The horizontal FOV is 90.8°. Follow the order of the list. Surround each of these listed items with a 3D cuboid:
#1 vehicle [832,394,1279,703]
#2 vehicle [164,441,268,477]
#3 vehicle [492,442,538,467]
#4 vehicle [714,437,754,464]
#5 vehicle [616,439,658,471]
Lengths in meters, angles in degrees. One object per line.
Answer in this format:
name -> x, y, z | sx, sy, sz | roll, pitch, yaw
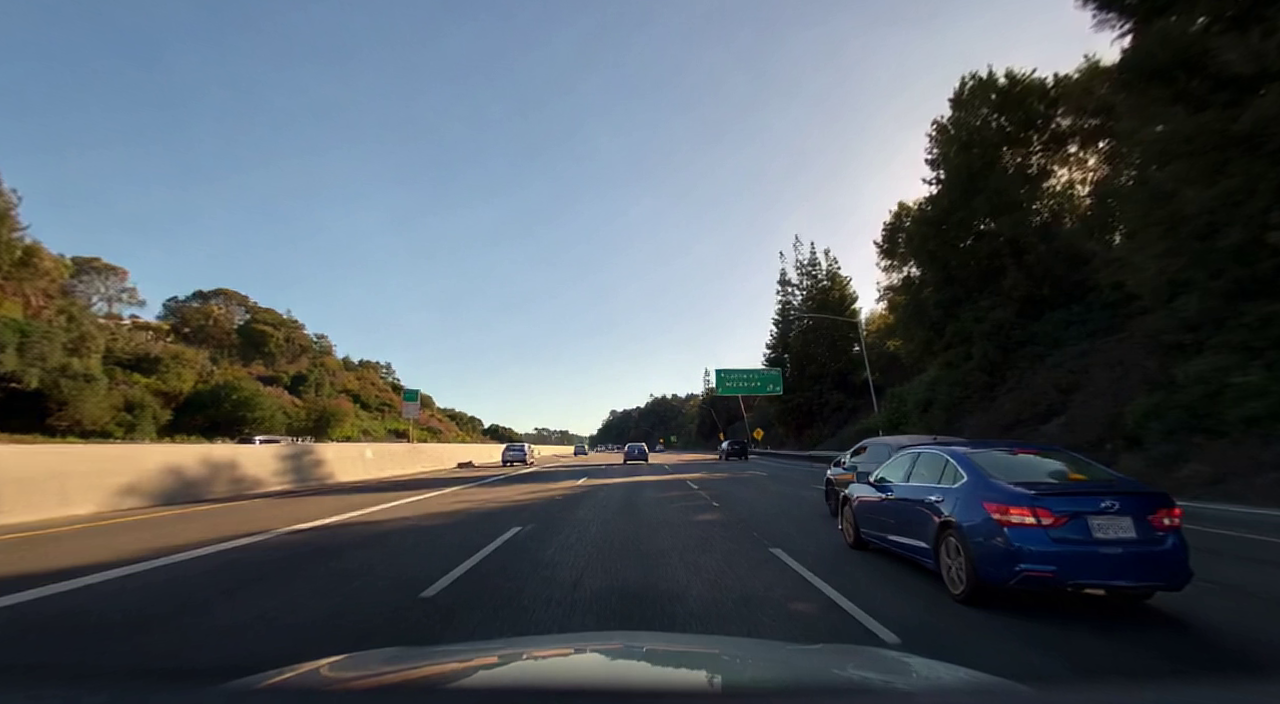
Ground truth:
vehicle -> 3.205, 1.255, 4.600 | 2.072, 1.501, 4.694 | 0, -9, -1
vehicle -> -21.481, 5.430, 32.280 | 2.058, 1.667, 4.623 | 0, -9, 0
vehicle -> -8.282, 6.797, 42.160 | 2.028, 1.552, 4.922 | 0, -9, 0
vehicle -> 6.983, 7.381, 47.519 | 2.103, 1.898, 5.310 | 0, -9, -1
vehicle -> -0.183, 5.655, 34.849 | 2.157, 1.642, 4.189 | 0, -9, -1
